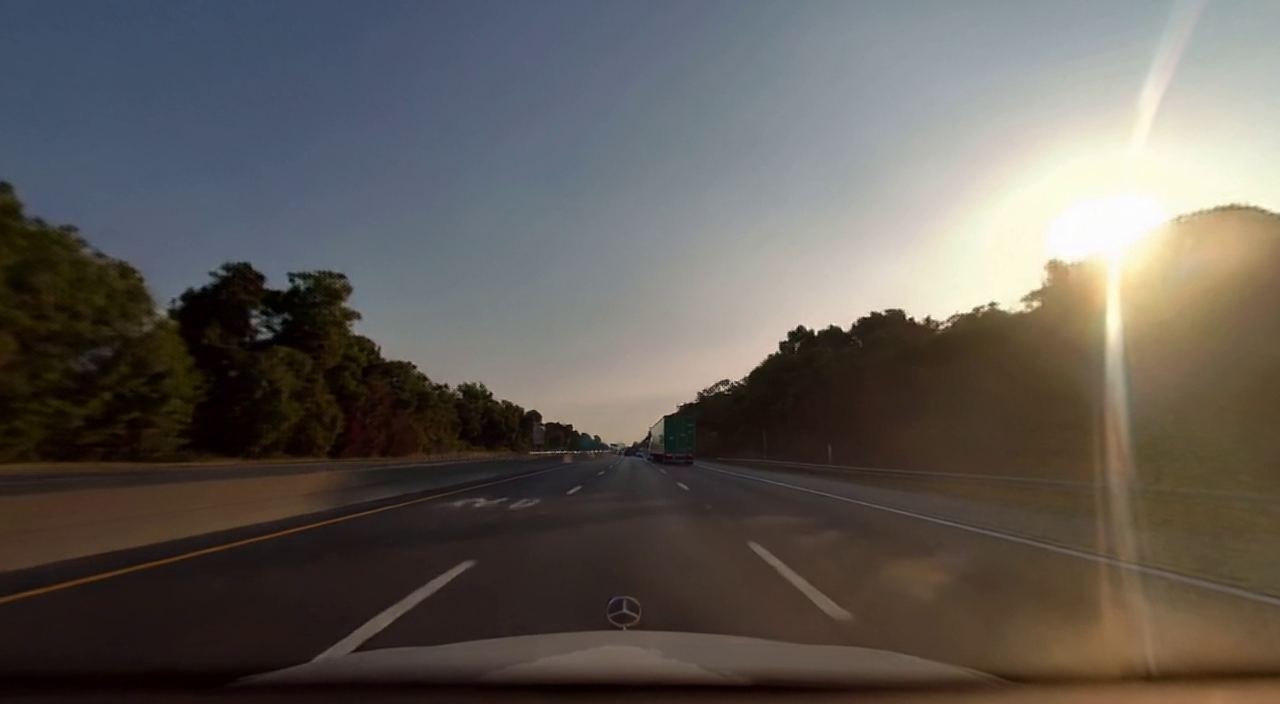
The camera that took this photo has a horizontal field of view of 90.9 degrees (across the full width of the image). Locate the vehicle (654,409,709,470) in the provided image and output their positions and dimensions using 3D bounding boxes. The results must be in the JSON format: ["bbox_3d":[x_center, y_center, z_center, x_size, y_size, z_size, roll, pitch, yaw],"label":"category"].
[{"bbox_3d":[2.983,6.992,49.579,3.279,4.165,13.149,0,-9,-1],"label":"vehicle"}]
